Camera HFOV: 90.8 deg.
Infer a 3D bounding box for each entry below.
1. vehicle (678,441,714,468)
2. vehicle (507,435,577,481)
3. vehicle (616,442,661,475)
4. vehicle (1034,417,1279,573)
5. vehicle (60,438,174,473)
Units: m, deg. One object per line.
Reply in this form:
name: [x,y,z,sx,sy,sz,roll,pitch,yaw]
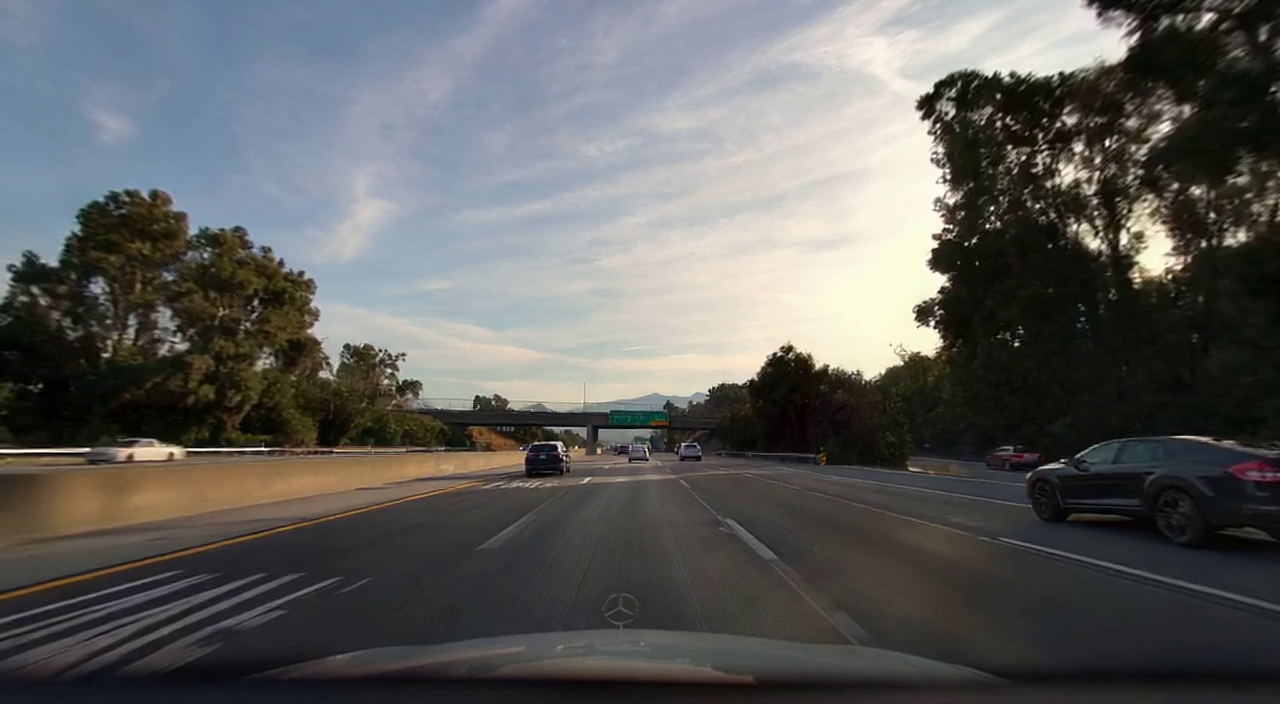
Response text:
vehicle: [3.602,6.656,41.111,1.936,1.625,3.991,0,-8,0]
vehicle: [-4.010,4.408,26.589,2.113,1.756,4.471,0,-9,1]
vehicle: [-0.077,5.268,31.487,2.075,1.486,4.007,0,-9,0]
vehicle: [7.615,1.762,8.422,1.989,1.603,4.126,0,-9,0]
vehicle: [-28.409,5.645,34.599,2.080,1.757,4.892,0,-9,-1]
